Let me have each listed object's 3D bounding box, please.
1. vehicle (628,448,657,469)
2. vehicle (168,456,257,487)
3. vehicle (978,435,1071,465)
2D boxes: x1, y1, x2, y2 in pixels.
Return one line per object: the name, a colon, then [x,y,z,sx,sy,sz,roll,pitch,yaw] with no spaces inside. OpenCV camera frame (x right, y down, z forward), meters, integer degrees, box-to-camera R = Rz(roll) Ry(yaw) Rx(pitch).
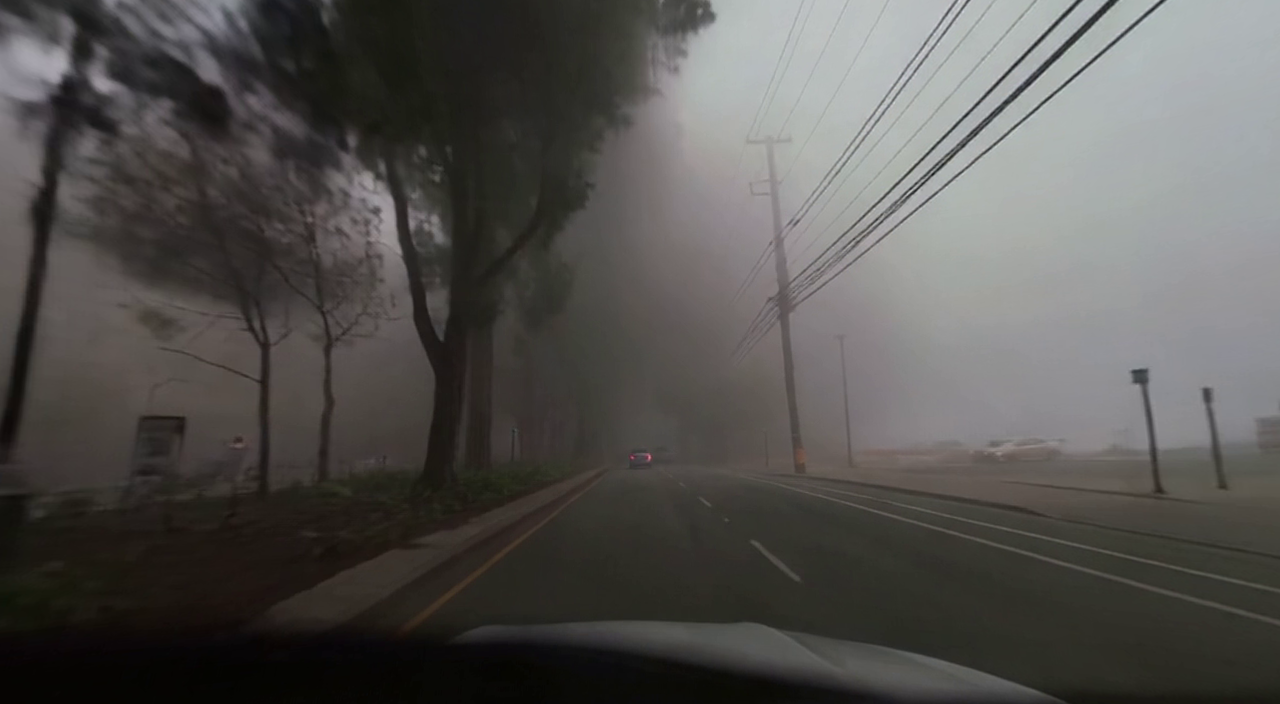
vehicle: [0.159,7.916,47.137,2.109,1.501,4.042,0,-8,0]
vehicle: [-25.658,7.145,38.169,2.016,1.661,4.674,0,-8,1]
vehicle: [26.024,6.767,43.083,2.189,1.805,5.633,0,-10,-8]
